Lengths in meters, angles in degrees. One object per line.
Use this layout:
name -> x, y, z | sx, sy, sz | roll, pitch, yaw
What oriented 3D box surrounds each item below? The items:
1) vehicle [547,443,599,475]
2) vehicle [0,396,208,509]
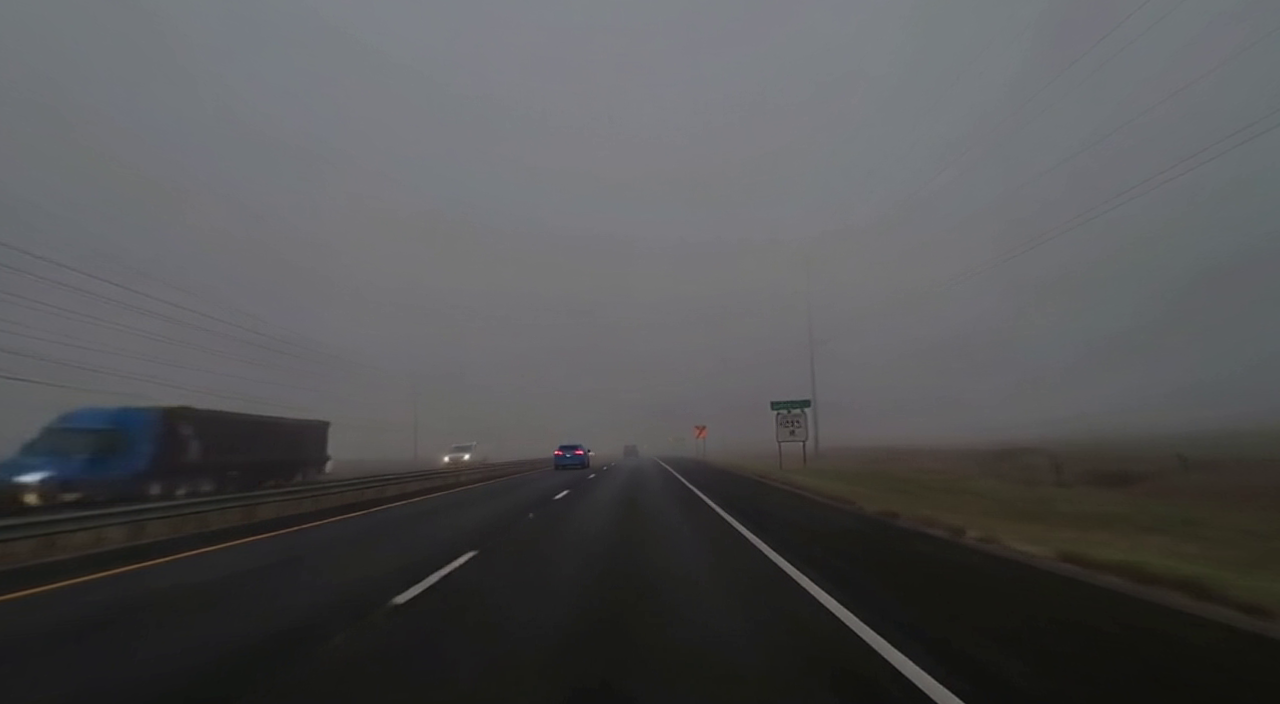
vehicle -> -3.412, 5.554, 32.888 | 2.106, 1.543, 4.465 | 0, -9, 1
vehicle -> -24.735, 4.542, 28.738 | 3.332, 4.300, 9.078 | 0, -9, 1
